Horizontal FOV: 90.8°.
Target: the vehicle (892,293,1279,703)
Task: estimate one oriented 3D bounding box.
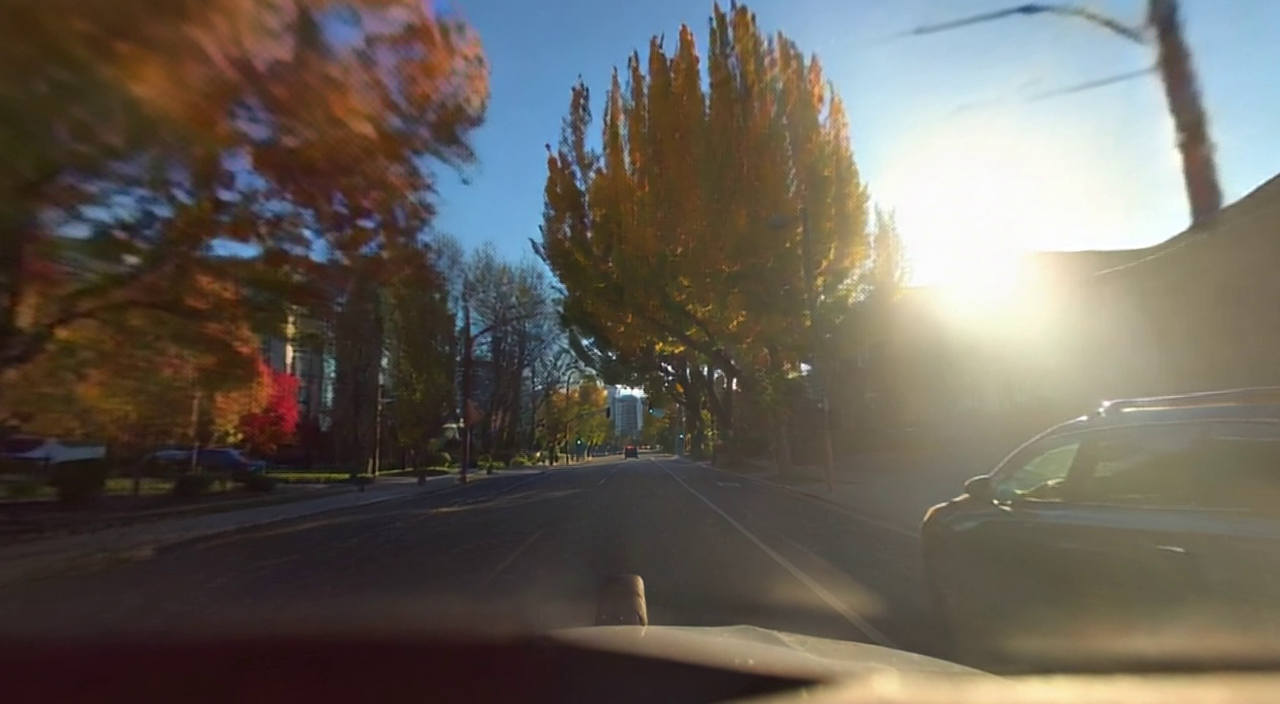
[{"bbox_3d":[3.001,0.770,2.148,2.224,1.791,4.834,0,-9,-1],"label":"vehicle"}]
